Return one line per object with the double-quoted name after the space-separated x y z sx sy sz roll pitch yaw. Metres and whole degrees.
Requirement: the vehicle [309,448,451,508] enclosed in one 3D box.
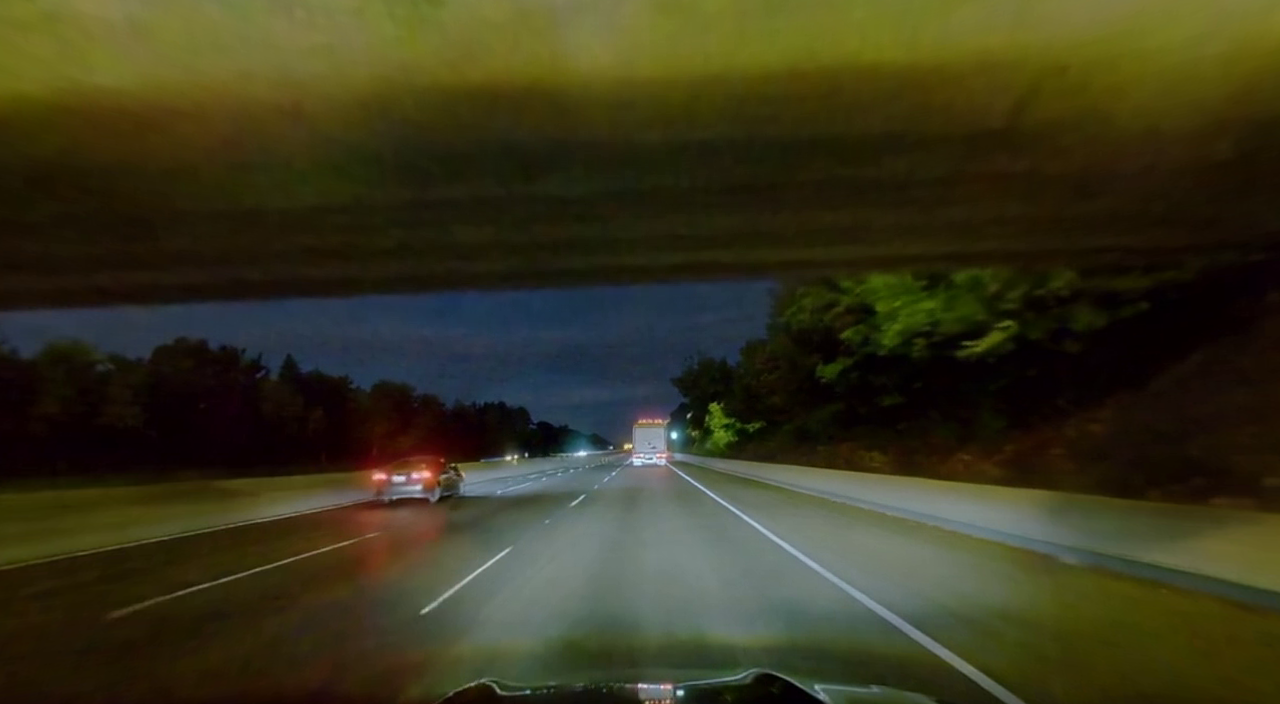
-7.218 3.520 18.148 1.953 1.452 4.711 0 -9 2 "vehicle"
